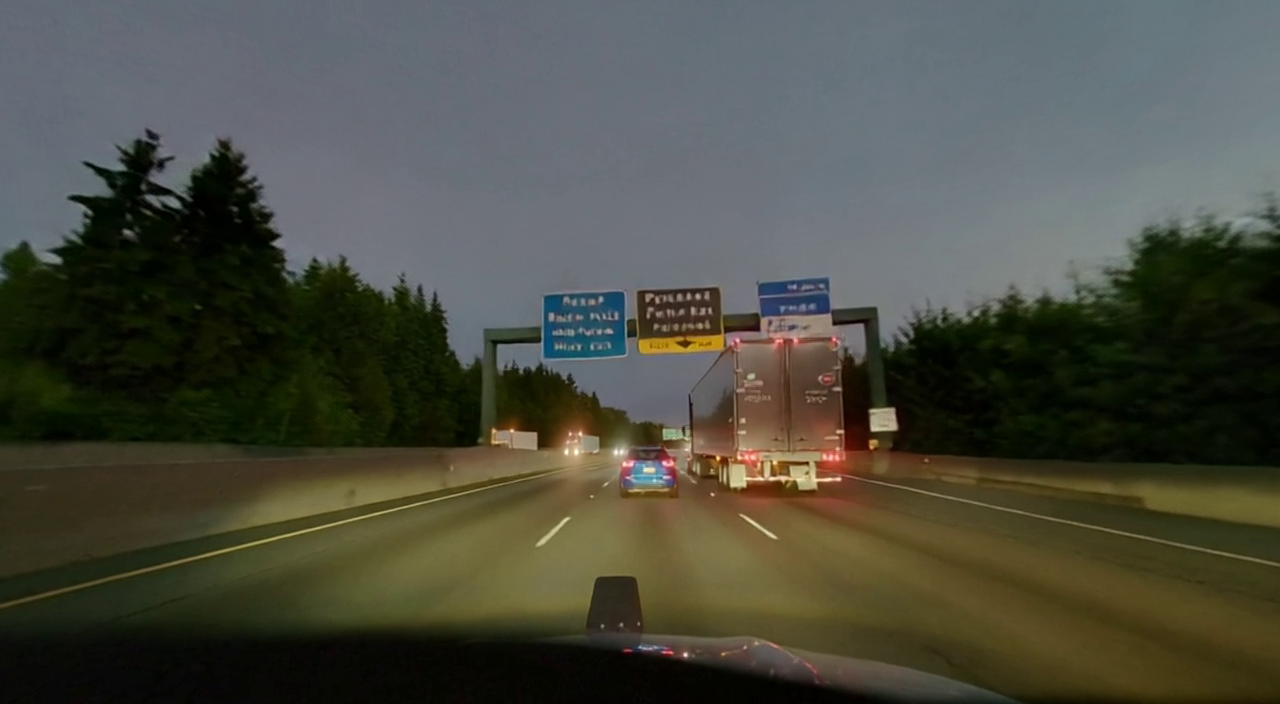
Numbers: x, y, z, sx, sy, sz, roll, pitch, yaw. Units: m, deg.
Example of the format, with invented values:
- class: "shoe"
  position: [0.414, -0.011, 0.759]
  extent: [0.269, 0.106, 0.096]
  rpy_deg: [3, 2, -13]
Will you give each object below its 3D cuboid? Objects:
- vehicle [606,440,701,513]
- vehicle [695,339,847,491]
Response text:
- class: "vehicle"
  position: [0.265, 3.034, 15.848]
  extent: [2.039, 1.532, 4.610]
  rpy_deg: [0, -9, 0]
- class: "vehicle"
  position: [4.052, 2.736, 23.615]
  extent: [2.960, 4.018, 13.834]
  rpy_deg: [0, -9, 1]
